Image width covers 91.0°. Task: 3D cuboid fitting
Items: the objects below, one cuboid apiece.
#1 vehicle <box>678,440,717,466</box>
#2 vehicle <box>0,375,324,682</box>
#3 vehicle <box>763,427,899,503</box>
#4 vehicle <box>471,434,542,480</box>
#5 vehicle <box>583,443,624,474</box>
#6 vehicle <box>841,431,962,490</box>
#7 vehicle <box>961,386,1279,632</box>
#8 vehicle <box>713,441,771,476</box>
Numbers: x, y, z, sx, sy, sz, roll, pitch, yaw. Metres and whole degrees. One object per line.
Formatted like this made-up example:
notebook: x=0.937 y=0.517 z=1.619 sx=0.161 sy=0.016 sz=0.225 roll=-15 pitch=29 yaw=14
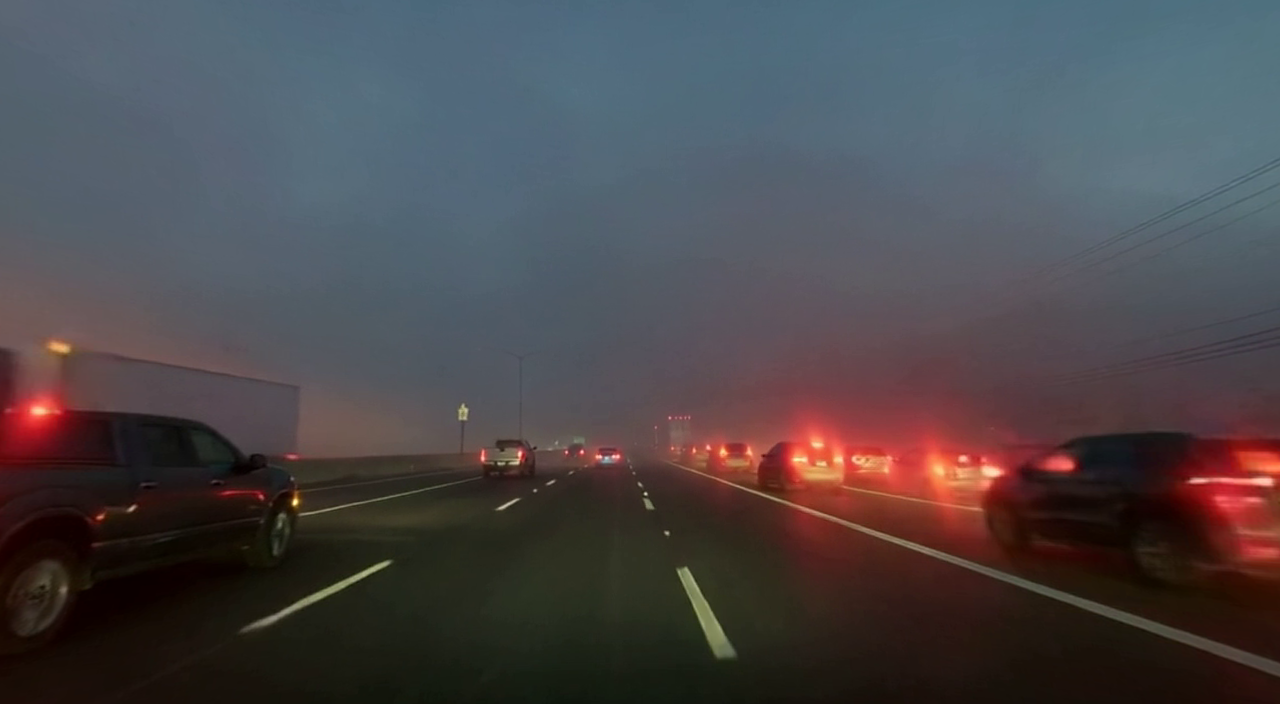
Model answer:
vehicle: x=4.036 y=7.200 z=45.060 sx=2.182 sy=1.782 sz=4.800 roll=0 pitch=-8 yaw=-2
vehicle: x=-4.687 y=1.209 z=5.007 sx=2.127 sy=1.705 sz=4.374 roll=0 pitch=-8 yaw=-1
vehicle: x=5.062 y=3.072 z=17.576 sx=2.086 sy=1.783 sz=4.868 roll=0 pitch=-8 yaw=-2
vehicle: x=-5.775 y=4.577 z=27.792 sx=2.147 sy=1.825 sz=4.602 roll=0 pitch=-8 yaw=0
vehicle: x=-1.888 y=5.700 z=33.920 sx=2.060 sy=1.508 sz=4.308 roll=0 pitch=-8 yaw=-1
vehicle: x=8.818 y=3.703 z=21.799 sx=2.018 sy=1.802 sz=4.749 roll=0 pitch=-8 yaw=-2
vehicle: x=5.396 y=1.396 z=6.439 sx=1.977 sy=1.705 sz=4.078 roll=0 pitch=-8 yaw=-1
vehicle: x=4.948 y=5.210 z=31.125 sx=1.978 sy=1.607 sz=4.245 roll=0 pitch=-8 yaw=-2
